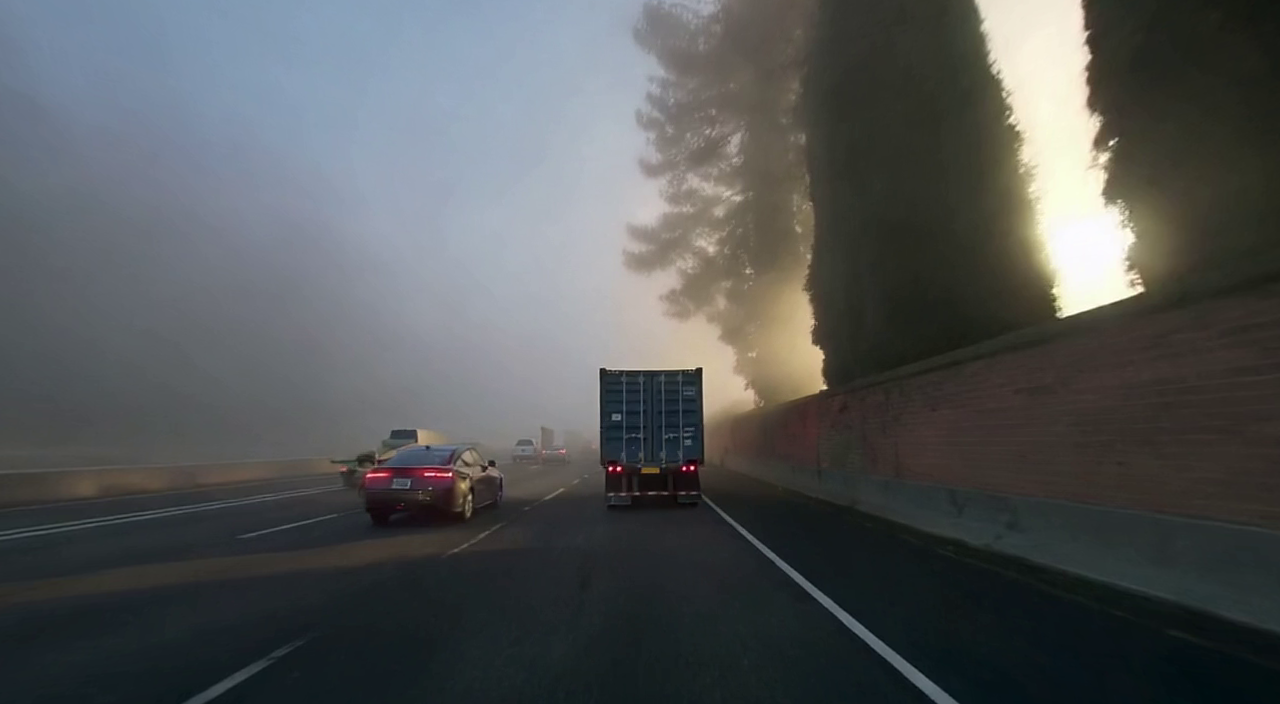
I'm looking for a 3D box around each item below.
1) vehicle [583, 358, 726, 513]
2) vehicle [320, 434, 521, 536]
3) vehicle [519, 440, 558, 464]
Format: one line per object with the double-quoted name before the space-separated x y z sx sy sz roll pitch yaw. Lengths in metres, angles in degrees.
"vehicle" 0.355 2.259 16.749 2.798 3.071 8.412 0 -8 1
"vehicle" -3.647 2.284 11.555 1.974 1.475 4.538 0 -8 1
"vehicle" -7.155 7.116 44.959 1.965 1.627 4.288 0 -8 1
